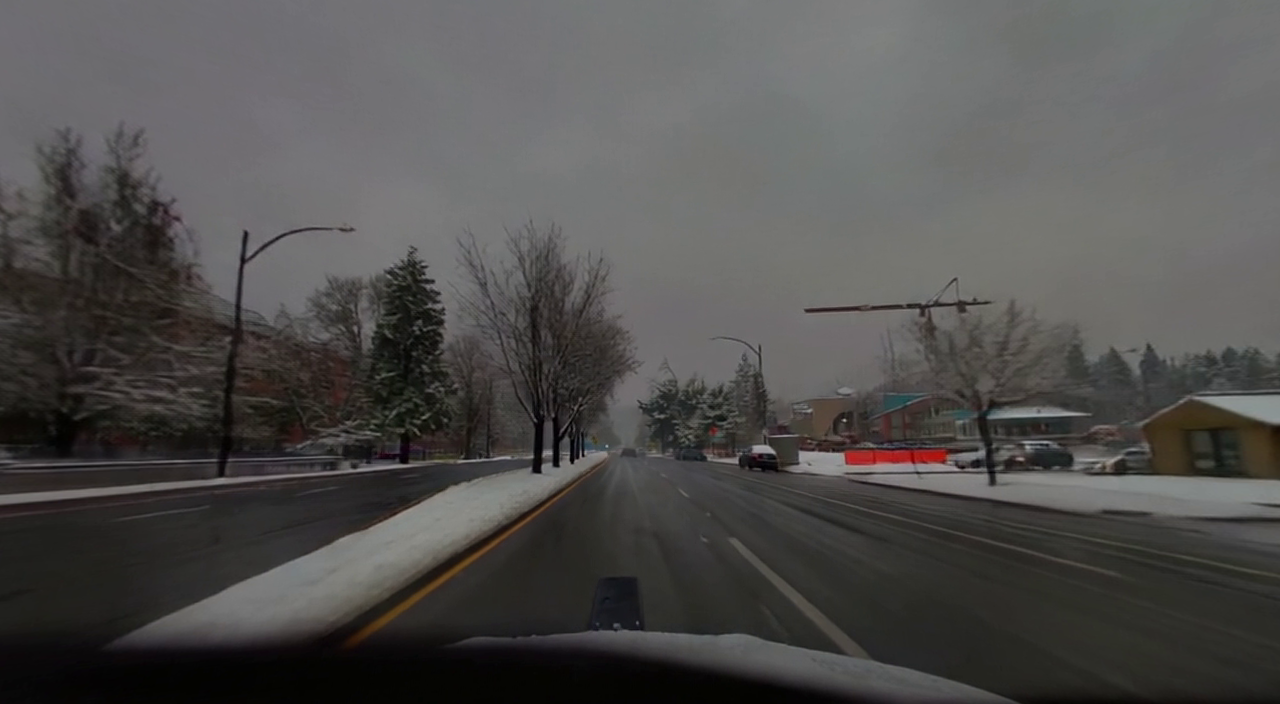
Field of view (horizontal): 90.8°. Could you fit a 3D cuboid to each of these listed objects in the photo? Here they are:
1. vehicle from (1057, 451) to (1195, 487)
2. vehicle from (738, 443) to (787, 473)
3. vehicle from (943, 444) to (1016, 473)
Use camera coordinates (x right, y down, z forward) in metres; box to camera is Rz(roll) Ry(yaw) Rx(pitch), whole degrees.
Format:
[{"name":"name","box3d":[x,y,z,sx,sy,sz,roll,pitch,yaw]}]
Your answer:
[{"name":"vehicle","box3d":[20.859,5.012,27.186,4.698,1.386,1.822,0,-10,-8]},{"name":"vehicle","box3d":[7.572,6.577,39.469,2.080,1.706,4.392,0,-9,-1]},{"name":"vehicle","box3d":[20.504,6.429,38.370,1.965,1.690,4.077,0,-9,-2]}]
